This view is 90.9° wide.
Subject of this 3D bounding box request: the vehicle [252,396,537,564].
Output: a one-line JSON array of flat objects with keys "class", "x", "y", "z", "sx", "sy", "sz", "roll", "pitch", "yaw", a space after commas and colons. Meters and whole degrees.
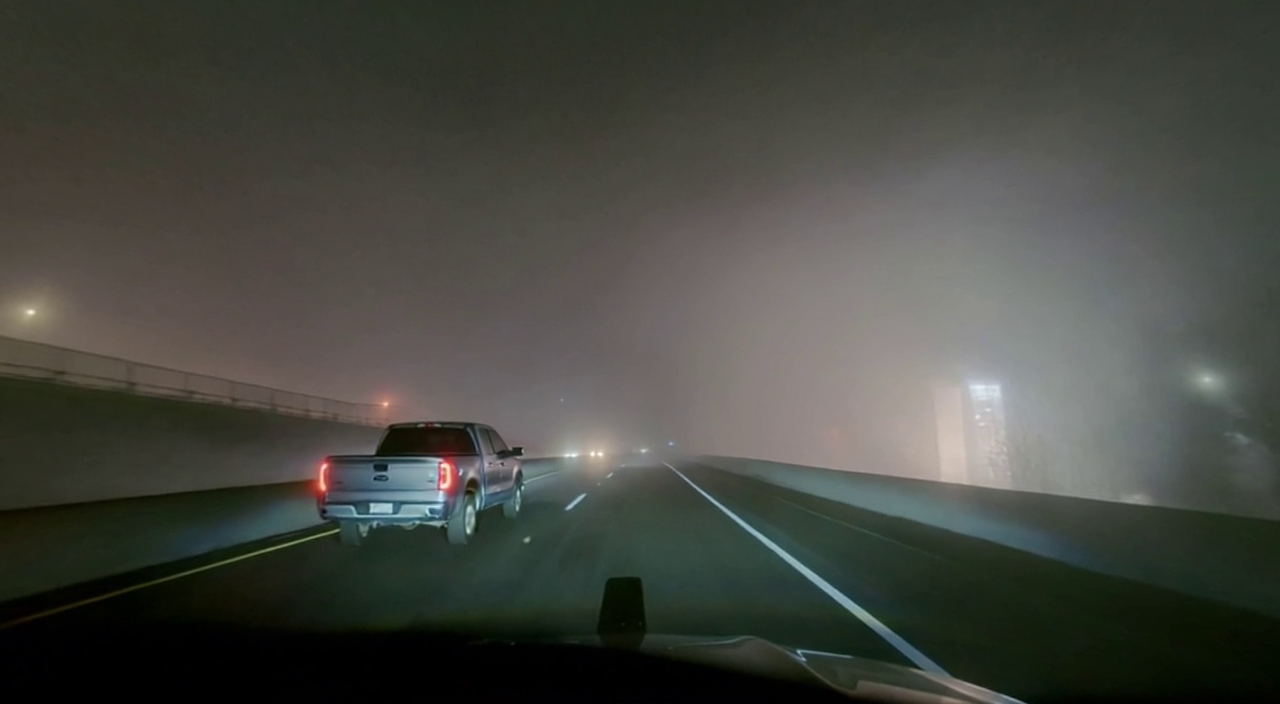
[{"class": "vehicle", "x": -3.303, "y": 1.901, "z": 10.174, "sx": 2.350, "sy": 1.932, "sz": 5.562, "roll": 0, "pitch": -8, "yaw": 0}]
